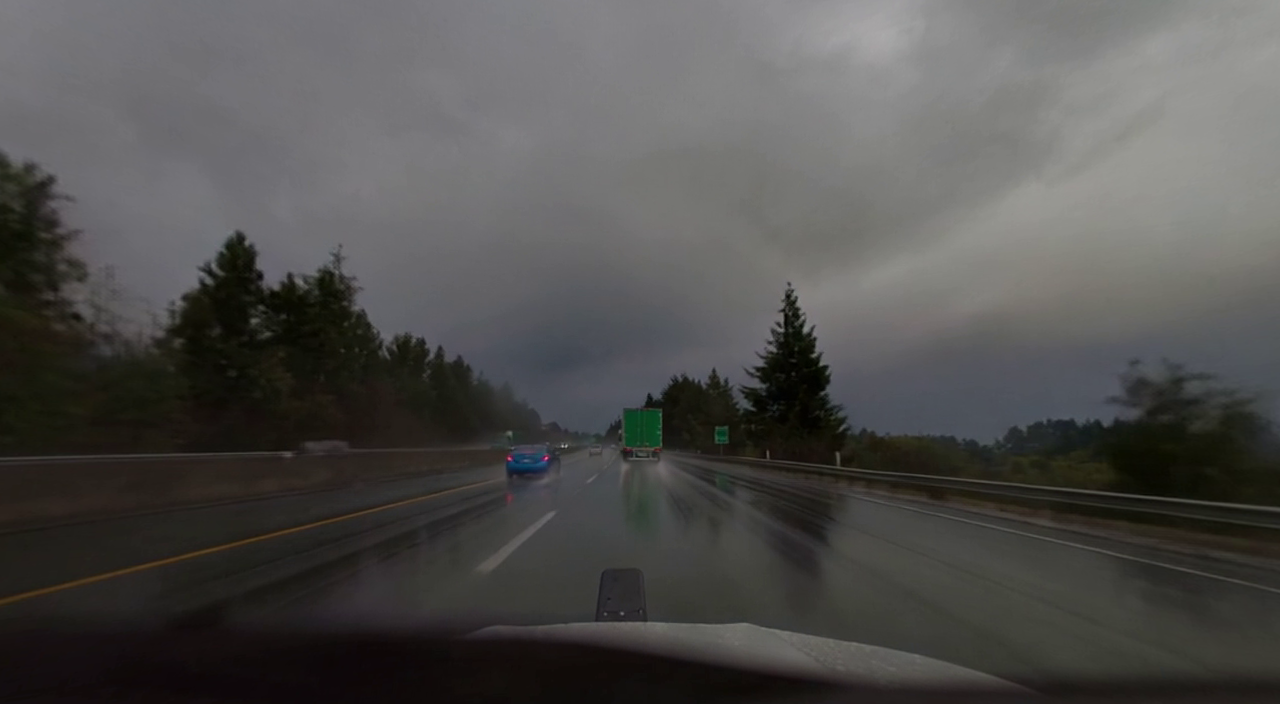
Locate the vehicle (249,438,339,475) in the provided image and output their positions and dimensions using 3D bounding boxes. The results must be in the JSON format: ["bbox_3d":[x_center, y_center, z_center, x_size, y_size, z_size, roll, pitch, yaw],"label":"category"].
[{"bbox_3d":[-16.465,4.997,30.288,1.858,1.656,4.276,0,-9,0],"label":"vehicle"}]

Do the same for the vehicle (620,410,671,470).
[{"bbox_3d":[0.181,6.010,42.577,2.893,3.628,9.081,0,-9,-3],"label":"vehicle"}]

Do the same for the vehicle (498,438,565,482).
[{"bbox_3d":[-4.279,4.335,25.500,1.977,1.602,3.944,0,-9,0],"label":"vehicle"}]
